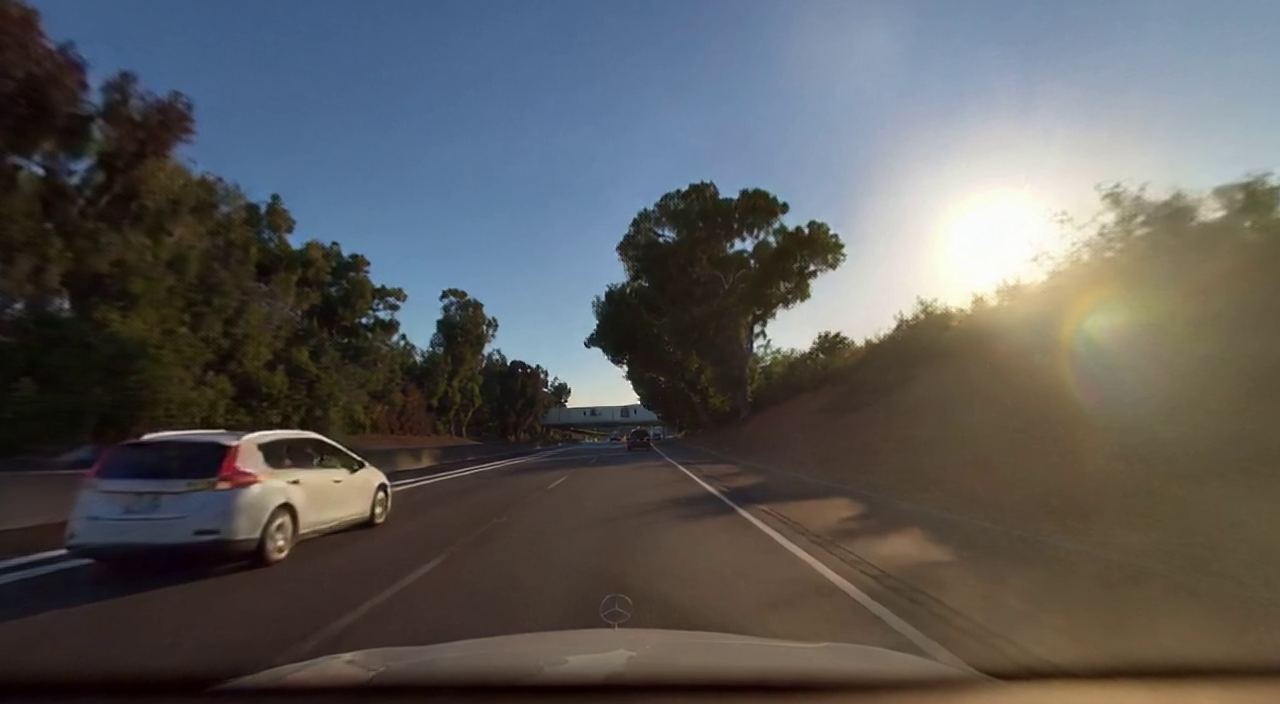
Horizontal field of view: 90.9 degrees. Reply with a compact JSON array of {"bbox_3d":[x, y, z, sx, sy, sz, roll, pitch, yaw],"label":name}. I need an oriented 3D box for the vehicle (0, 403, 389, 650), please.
[{"bbox_3d":[-4.204,1.337,5.928,2.030,1.491,4.046,0,-8,0],"label":"vehicle"}]

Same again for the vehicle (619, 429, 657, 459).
[{"bbox_3d":[-0.128,5.444,37.392,2.134,1.654,4.174,0,-8,0],"label":"vehicle"}]
